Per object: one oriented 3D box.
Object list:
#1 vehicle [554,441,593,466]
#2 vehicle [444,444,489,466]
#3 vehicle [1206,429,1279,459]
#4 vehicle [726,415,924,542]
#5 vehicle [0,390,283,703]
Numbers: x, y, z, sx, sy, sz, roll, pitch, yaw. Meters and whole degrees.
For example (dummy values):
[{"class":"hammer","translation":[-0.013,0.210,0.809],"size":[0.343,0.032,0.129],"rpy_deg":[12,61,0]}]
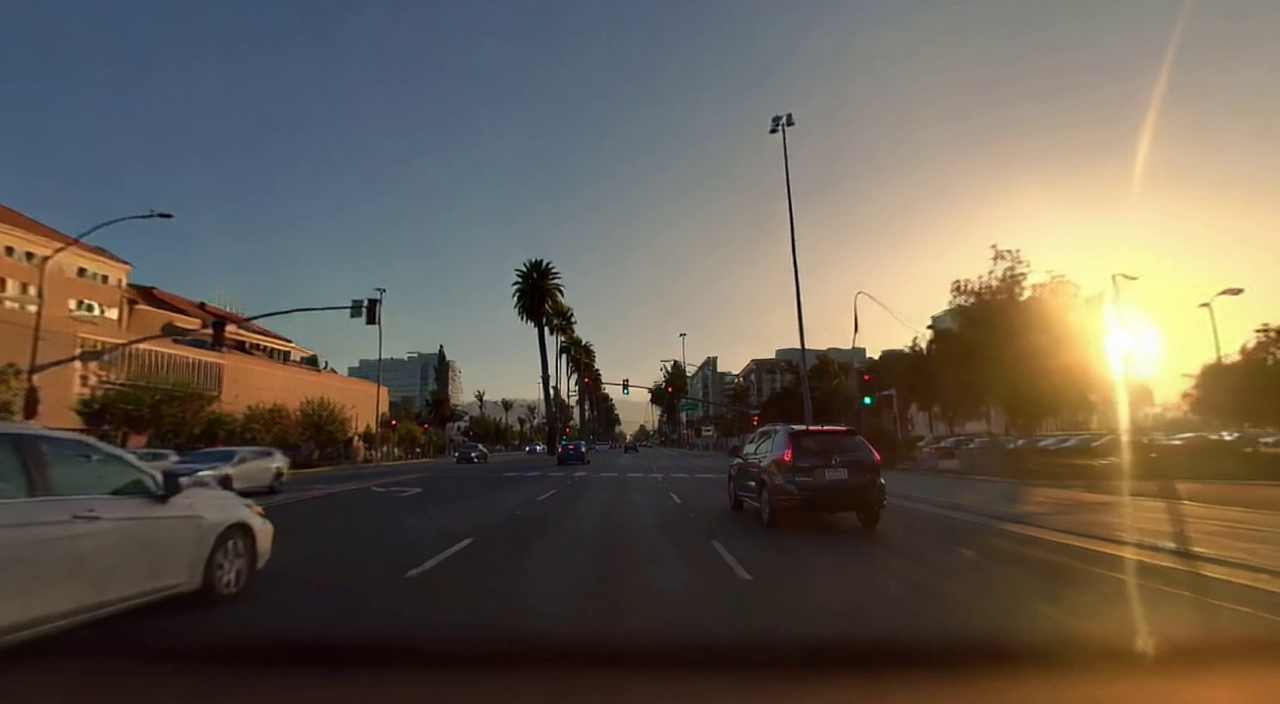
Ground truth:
[{"class":"vehicle","translation":[-4.107,6.324,39.565],"size":[2.034,1.498,3.995],"rpy_deg":[0,-8,-1]},{"class":"vehicle","translation":[-12.712,7.531,46.614],"size":[1.991,1.517,4.760],"rpy_deg":[0,-8,0]},{"class":"vehicle","translation":[38.410,5.715,39.193],"size":[4.542,1.767,1.992],"rpy_deg":[0,-8,3]},{"class":"vehicle","translation":[2.826,2.040,10.834],"size":[1.982,1.711,4.276],"rpy_deg":[0,-8,-2]},{"class":"vehicle","translation":[-4.112,1.030,3.416],"size":[2.063,1.578,3.915],"rpy_deg":[0,-8,-1]}]
